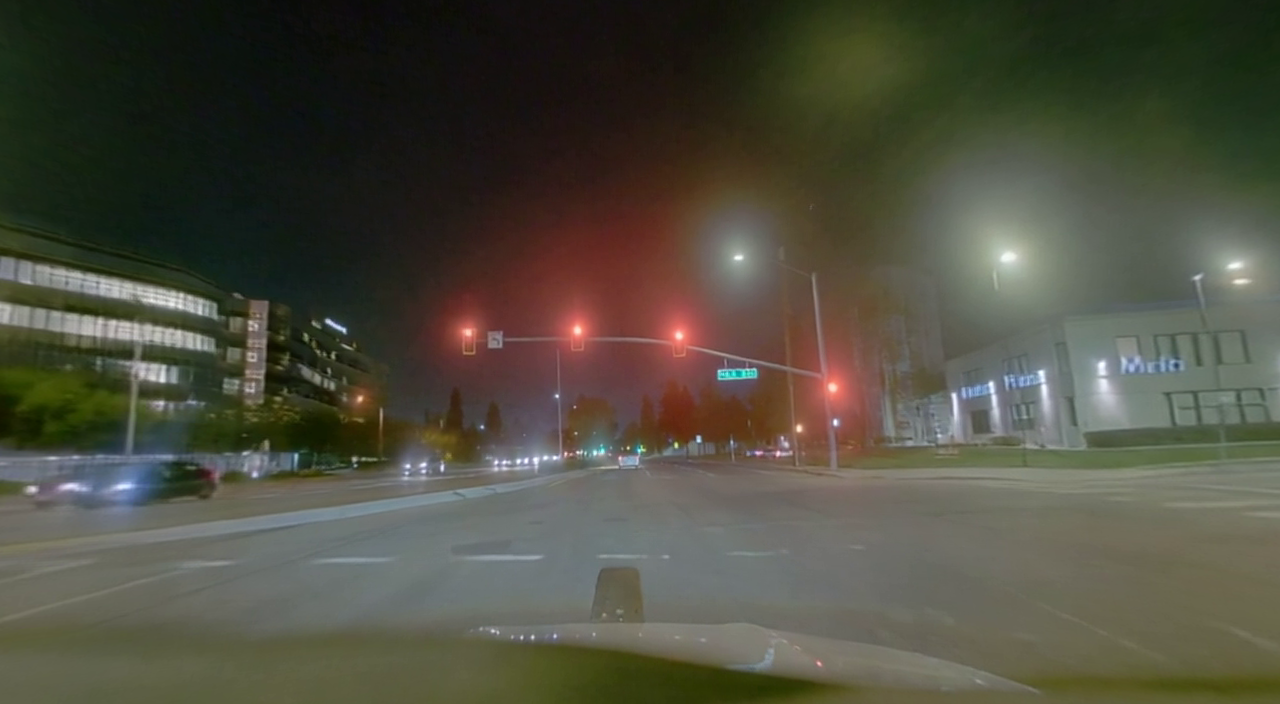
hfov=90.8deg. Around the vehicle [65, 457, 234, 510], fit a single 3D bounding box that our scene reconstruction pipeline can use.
[{"bbox_3d":[-16.360,4.385,21.482,1.922,1.448,4.702,-2,-9,2],"label":"vehicle"}]
